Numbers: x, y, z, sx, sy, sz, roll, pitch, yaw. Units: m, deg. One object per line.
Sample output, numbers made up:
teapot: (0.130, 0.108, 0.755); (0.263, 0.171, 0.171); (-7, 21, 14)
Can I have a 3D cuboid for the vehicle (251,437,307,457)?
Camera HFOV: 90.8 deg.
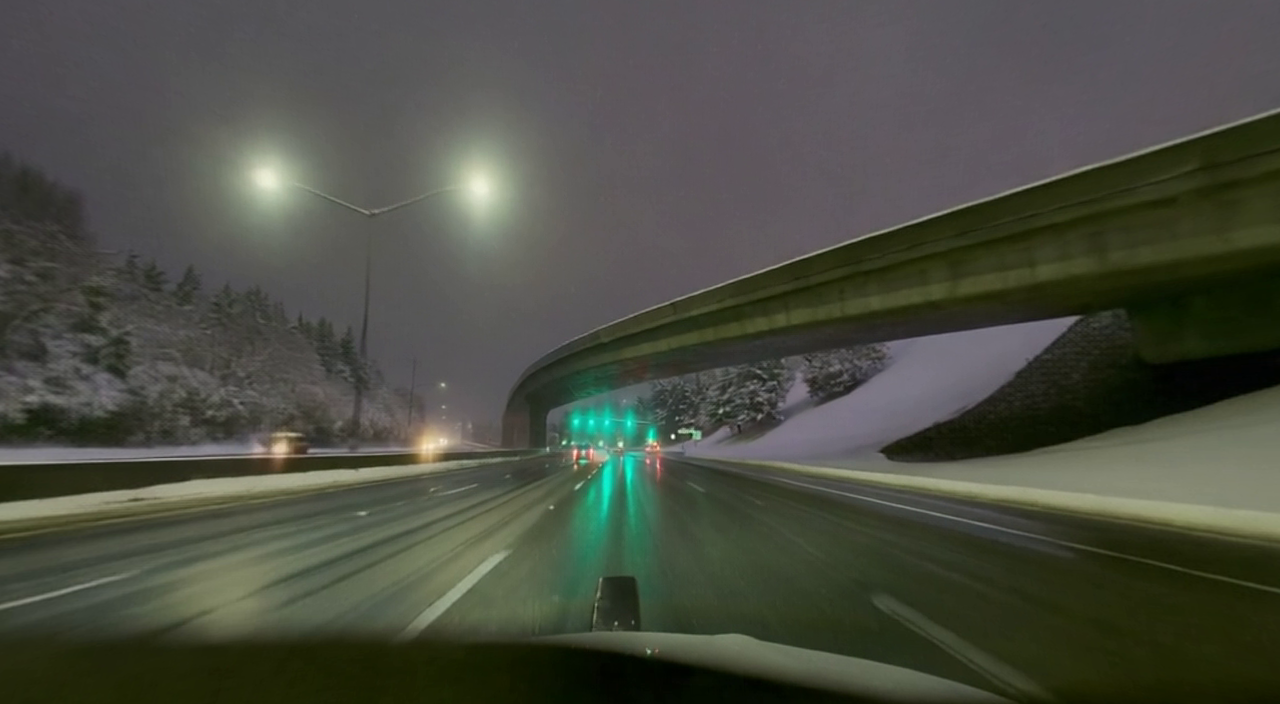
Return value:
vehicle: (-28.218, 7.421, 49.546); (1.964, 1.491, 4.723); (1, -8, -6)
